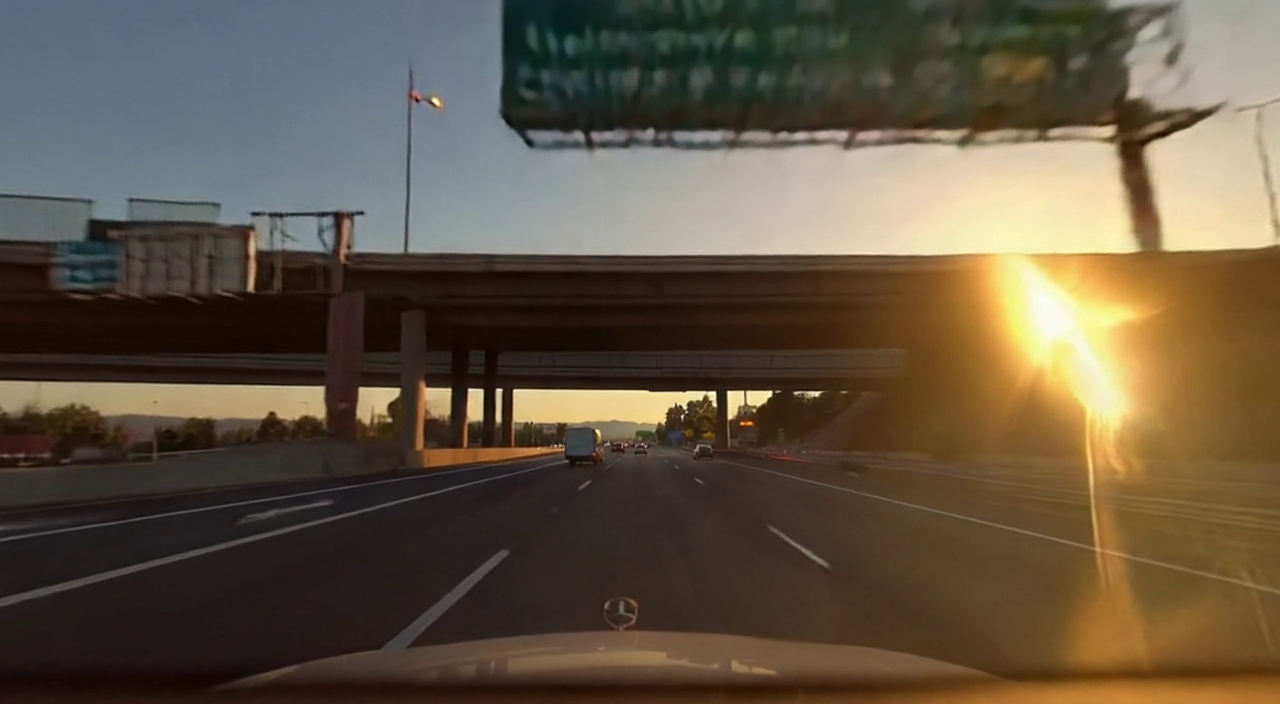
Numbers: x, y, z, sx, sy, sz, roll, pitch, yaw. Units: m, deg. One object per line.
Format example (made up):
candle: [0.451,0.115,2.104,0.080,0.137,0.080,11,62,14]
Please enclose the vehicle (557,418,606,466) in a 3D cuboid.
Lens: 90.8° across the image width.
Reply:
vehicle: [-3.823,6.125,43.008,2.881,2.937,7.045,0,-8,-2]
